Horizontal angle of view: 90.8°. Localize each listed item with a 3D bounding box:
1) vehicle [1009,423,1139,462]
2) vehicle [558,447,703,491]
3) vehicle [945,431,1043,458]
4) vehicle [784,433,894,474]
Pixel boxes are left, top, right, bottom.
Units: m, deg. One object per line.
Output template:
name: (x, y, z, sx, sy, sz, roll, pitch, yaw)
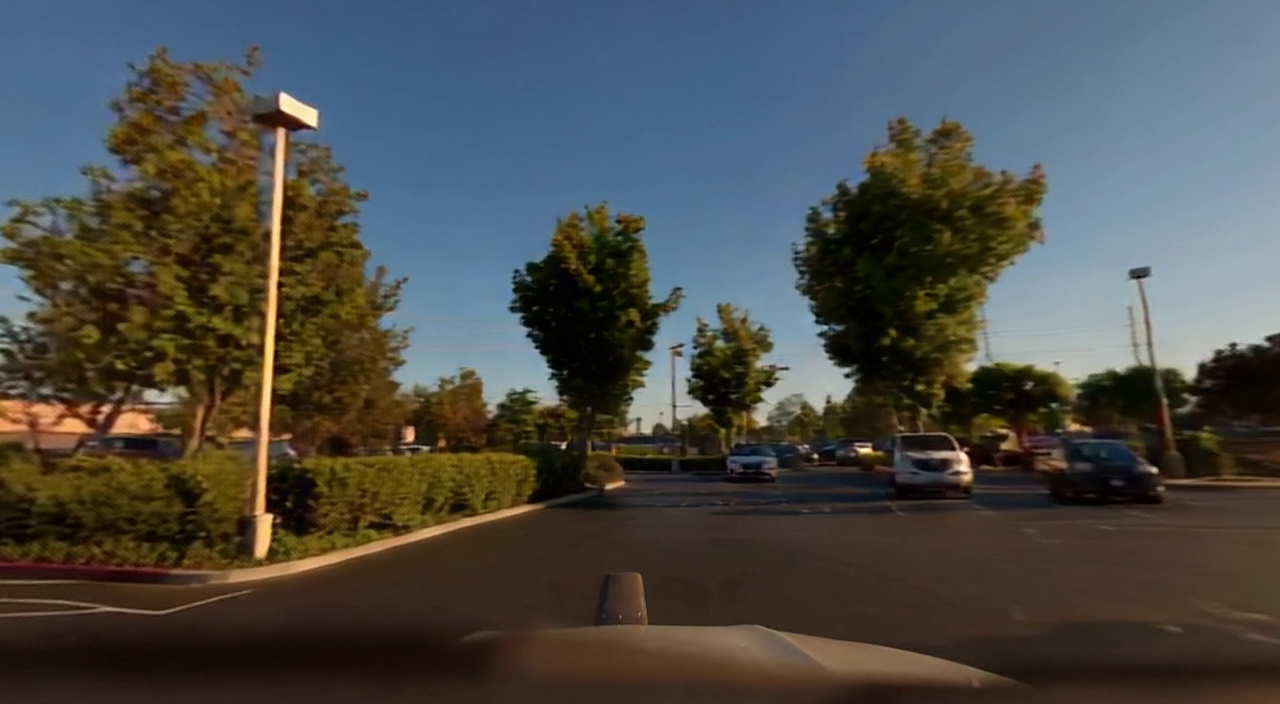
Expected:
vehicle: (21.060, 4.465, 30.871, 4.660, 1.687, 1.981, -3, -11, 11)
vehicle: (-0.294, 4.123, 22.514, 4.772, 1.441, 1.976, -3, -9, 15)
vehicle: (20.841, 5.482, 37.349, 4.601, 1.484, 1.839, -2, -9, 8)
vehicle: (8.033, 4.127, 25.754, 4.030, 1.556, 2.057, -3, -9, 16)
